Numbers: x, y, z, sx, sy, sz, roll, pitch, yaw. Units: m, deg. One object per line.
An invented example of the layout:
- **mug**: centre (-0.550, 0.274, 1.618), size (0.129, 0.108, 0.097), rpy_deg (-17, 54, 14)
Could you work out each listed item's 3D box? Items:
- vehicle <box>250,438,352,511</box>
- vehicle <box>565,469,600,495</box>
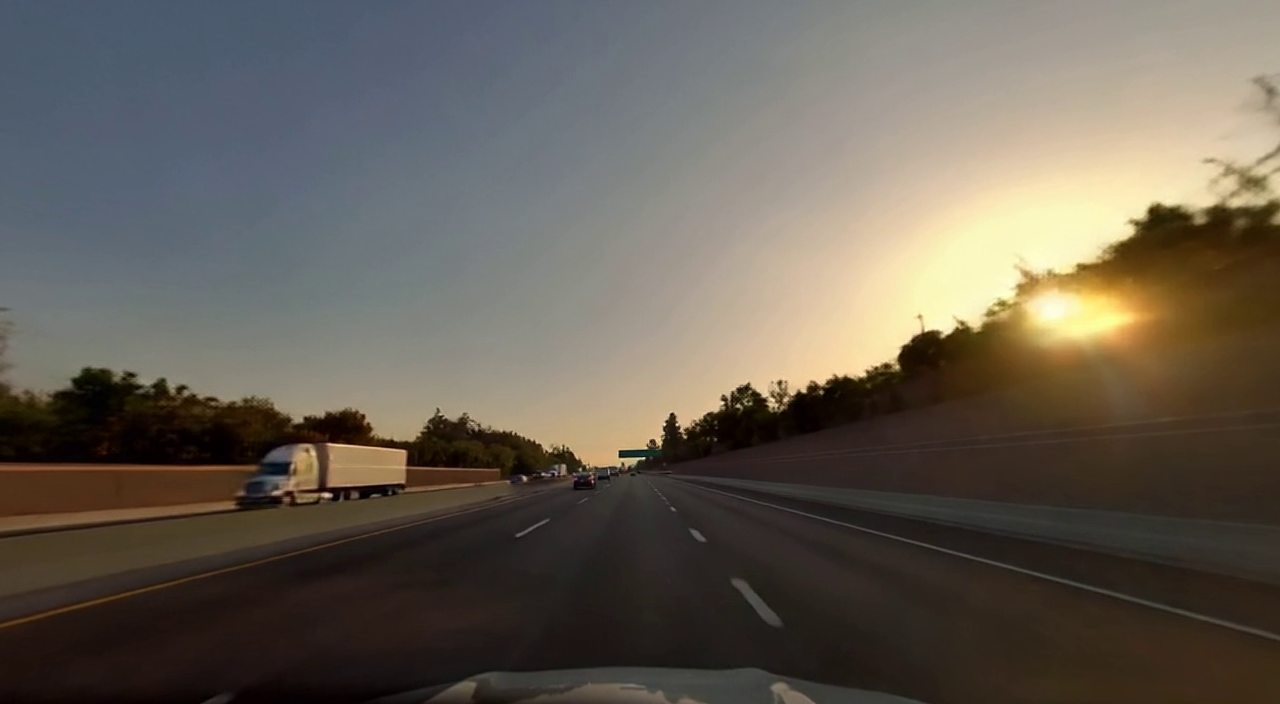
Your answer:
- **vehicle**: centre (-21.784, 7.940, 41.013), size (2.975, 4.273, 6.131), rpy_deg (1, -11, 0)
- **vehicle**: centre (-3.544, 8.067, 39.239), size (1.863, 1.486, 3.852), rpy_deg (1, -10, -1)
